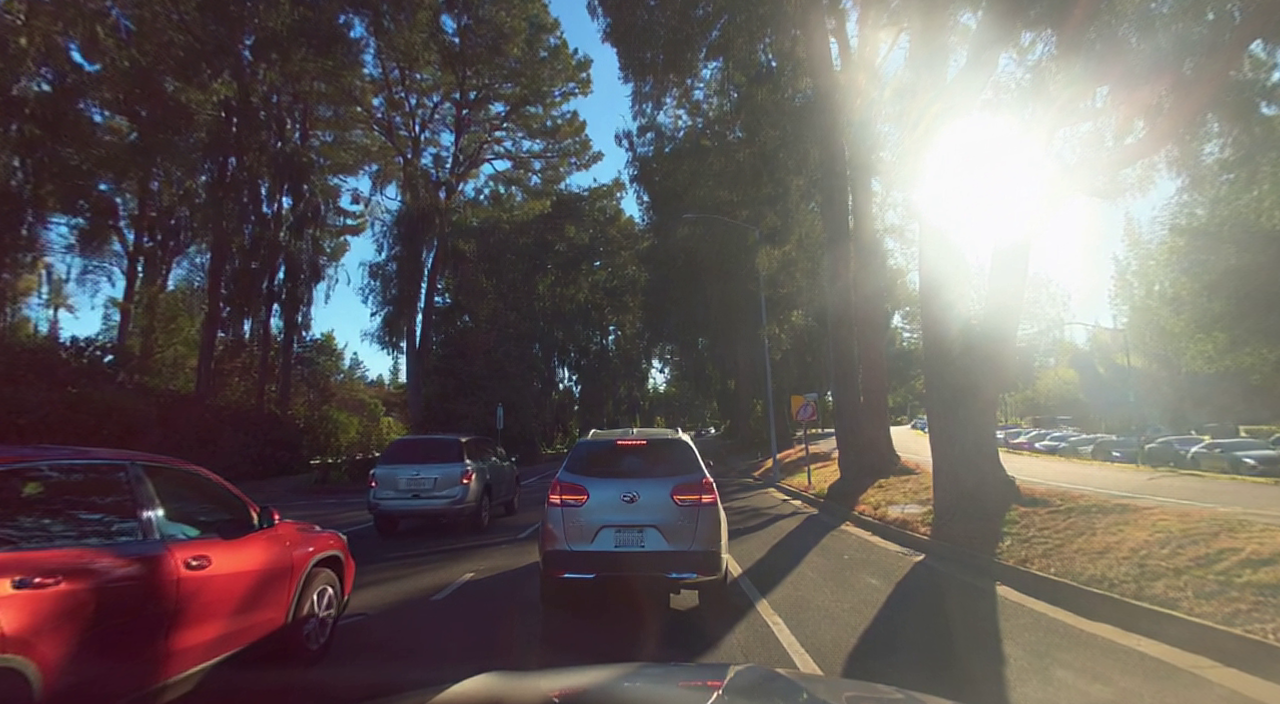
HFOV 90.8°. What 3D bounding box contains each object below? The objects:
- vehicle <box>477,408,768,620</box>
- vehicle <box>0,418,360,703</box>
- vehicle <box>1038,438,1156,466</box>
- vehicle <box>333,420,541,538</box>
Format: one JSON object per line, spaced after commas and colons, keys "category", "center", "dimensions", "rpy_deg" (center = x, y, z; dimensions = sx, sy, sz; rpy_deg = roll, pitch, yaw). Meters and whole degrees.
{"category": "vehicle", "center": [-0.041, 1.527, 6.865], "dimensions": [2.229, 1.591, 3.897], "rpy_deg": [-1, -8, 3]}
{"category": "vehicle", "center": [-3.697, 1.171, 3.734], "dimensions": [1.922, 1.464, 4.424], "rpy_deg": [0, -8, 2]}
{"category": "vehicle", "center": [28.466, 6.214, 39.451], "dimensions": [5.955, 1.702, 2.166], "rpy_deg": [1, -8, -6]}
{"category": "vehicle", "center": [-3.422, 2.247, 11.838], "dimensions": [2.188, 1.745, 4.618], "rpy_deg": [0, -8, 2]}
